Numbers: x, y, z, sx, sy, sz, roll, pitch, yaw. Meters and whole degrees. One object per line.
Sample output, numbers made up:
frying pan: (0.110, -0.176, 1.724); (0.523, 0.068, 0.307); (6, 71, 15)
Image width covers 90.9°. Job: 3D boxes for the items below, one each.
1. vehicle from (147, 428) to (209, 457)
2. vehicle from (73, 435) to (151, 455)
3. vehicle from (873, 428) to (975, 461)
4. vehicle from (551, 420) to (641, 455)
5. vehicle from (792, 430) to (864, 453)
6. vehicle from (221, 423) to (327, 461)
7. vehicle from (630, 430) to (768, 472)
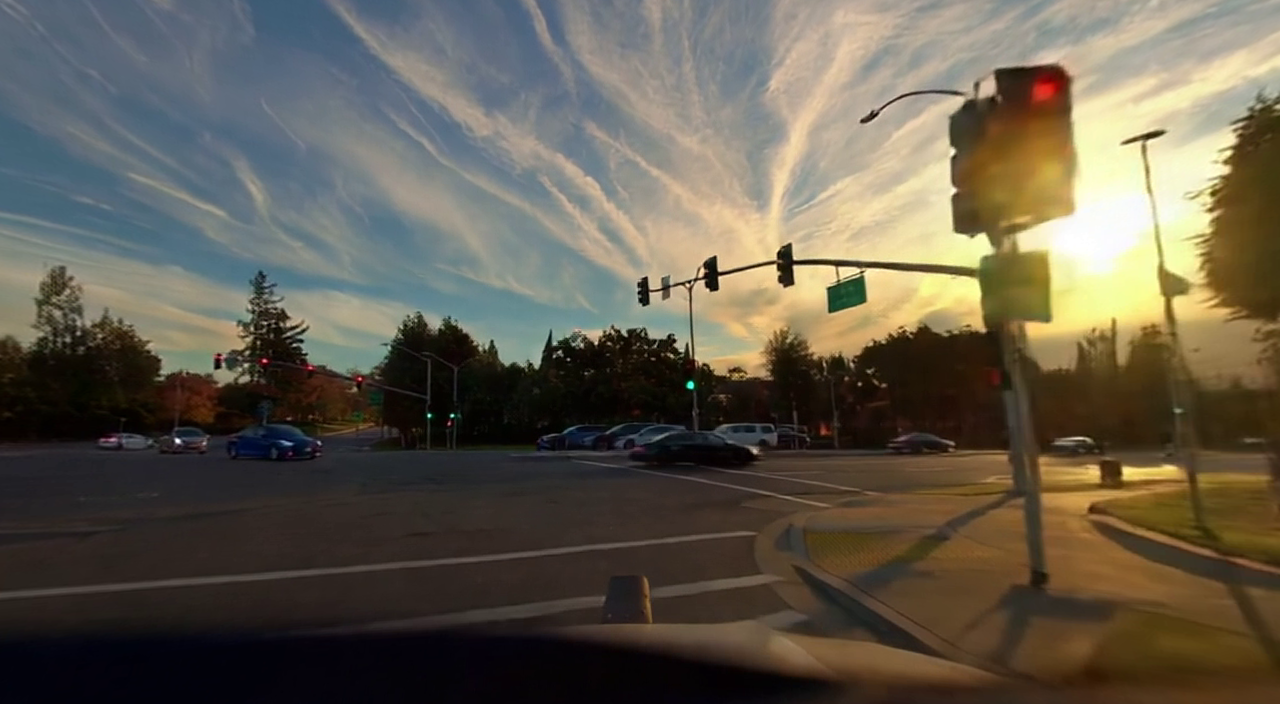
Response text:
vehicle: (-31.111, 6.067, 42.367); (2.450, 1.807, 5.332); (8, -12, -44)
vehicle: (-41.774, 7.354, 49.894); (4.826, 1.484, 2.000); (-2, -8, 10)
vehicle: (13.701, 4.423, 30.304); (5.032, 1.473, 1.827); (5, -10, -30)
vehicle: (-2.329, 4.591, 33.657); (4.360, 1.749, 1.895); (5, -10, -30)
vehicle: (12.274, 5.822, 41.119); (4.457, 1.429, 1.862); (4, -9, -28)
vehicle: (-15.129, 3.728, 25.955); (4.686, 1.425, 2.018); (-7, -10, 37)
vehicle: (1.980, 3.416, 21.956); (4.425, 1.366, 1.865); (1, -8, -8)
